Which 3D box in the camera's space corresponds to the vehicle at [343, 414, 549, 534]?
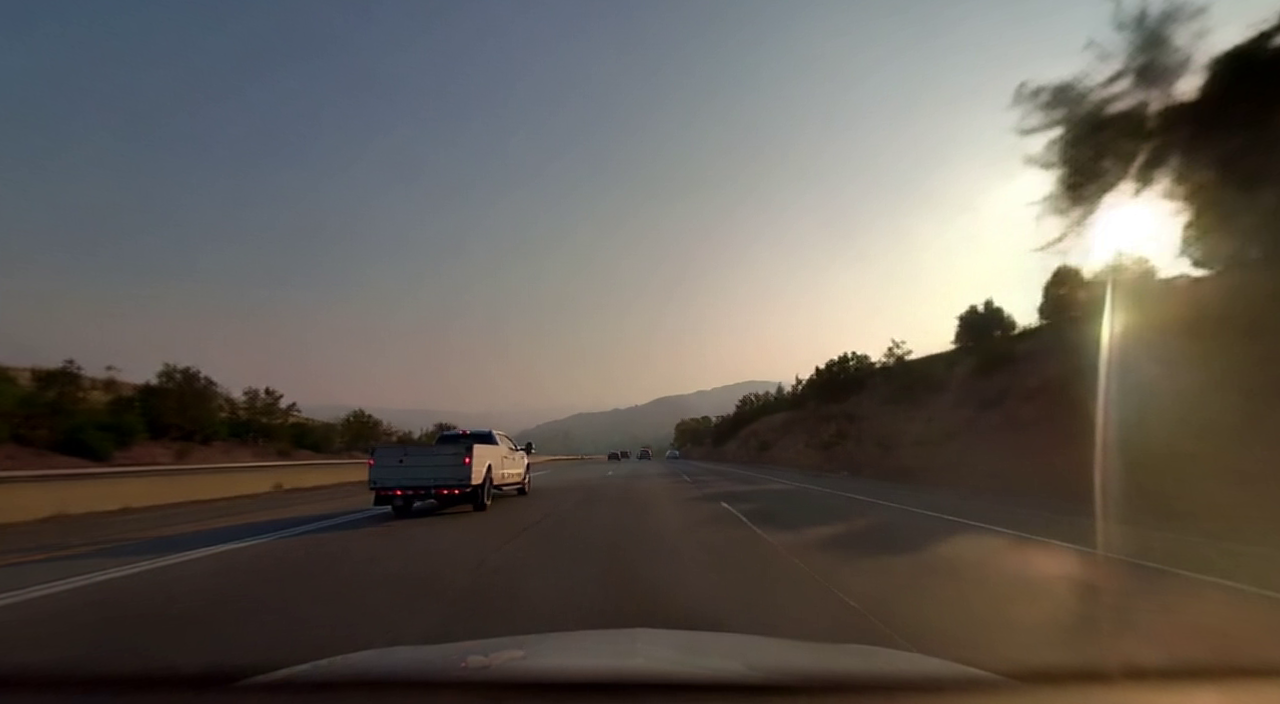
[{"bbox_3d":[-3.541,2.401,12.992,2.379,1.918,5.504,0,-9,1],"label":"vehicle"}]
